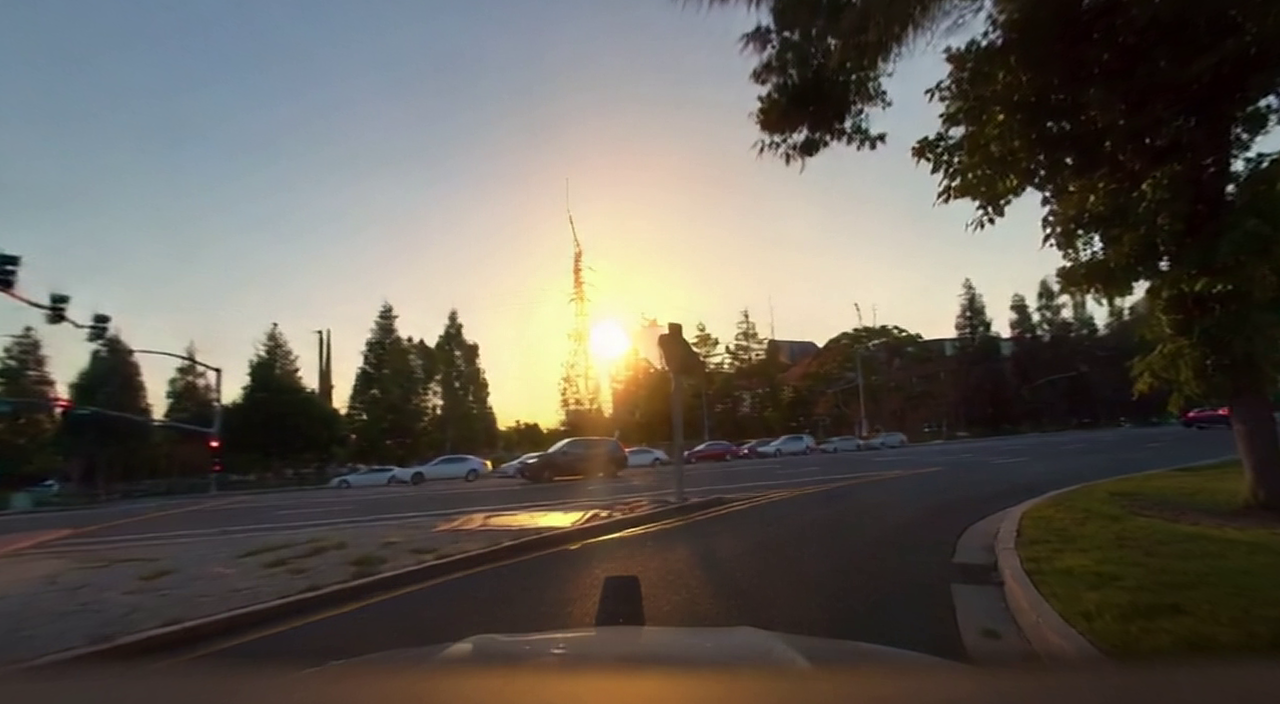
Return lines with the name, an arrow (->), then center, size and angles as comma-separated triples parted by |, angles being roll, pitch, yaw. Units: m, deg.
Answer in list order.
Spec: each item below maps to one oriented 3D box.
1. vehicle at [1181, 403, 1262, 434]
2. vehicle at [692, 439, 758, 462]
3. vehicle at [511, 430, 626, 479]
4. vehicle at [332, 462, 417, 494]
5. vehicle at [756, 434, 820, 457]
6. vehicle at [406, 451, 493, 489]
vehicle -> 37.893, 4.327, 41.147 | 4.496, 1.765, 2.059 | 1, -10, -24
vehicle -> 6.236, 7.276, 46.411 | 4.513, 1.582, 1.842 | 5, -12, -28
vehicle -> -3.756, 5.556, 33.720 | 5.636, 2.053, 2.225 | 8, -19, -26
vehicle -> -15.978, 7.565, 38.070 | 4.493, 1.455, 1.946 | 1, -8, -30
vehicle -> 11.585, 7.337, 49.484 | 4.727, 1.681, 1.926 | 4, -11, -28
vehicle -> -11.065, 6.787, 36.757 | 4.510, 1.764, 1.947 | 1, -8, -29
